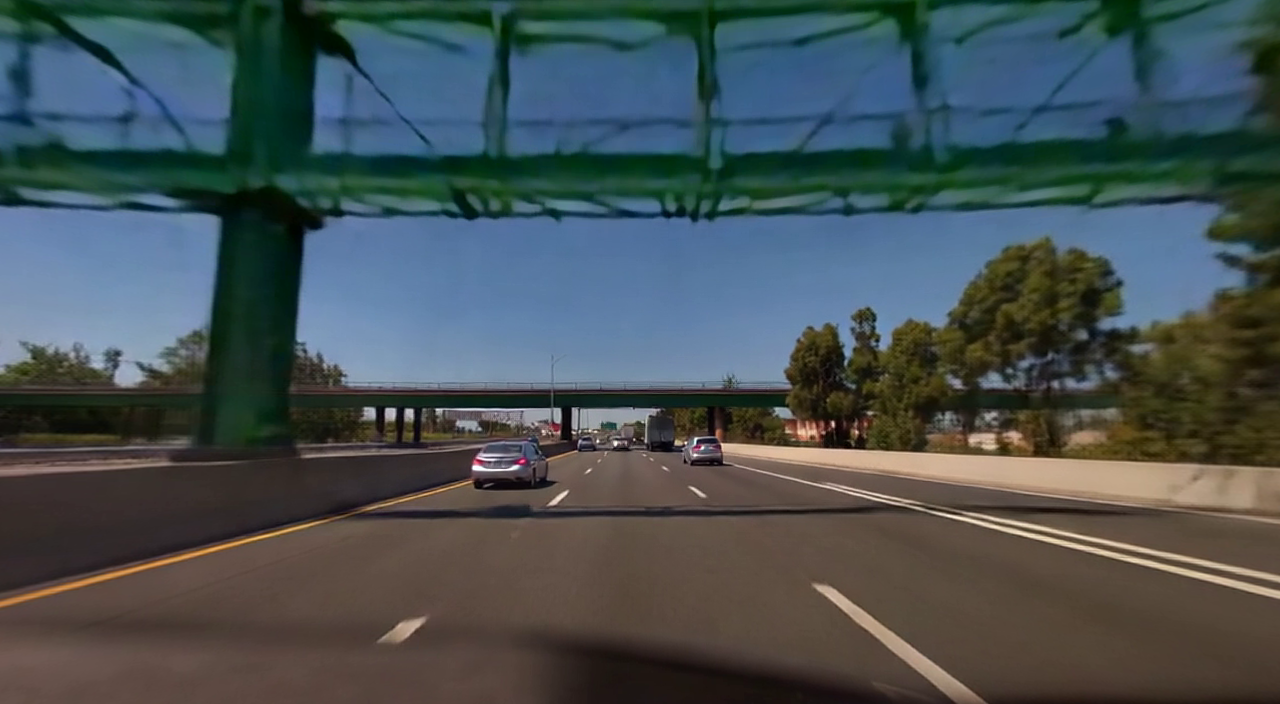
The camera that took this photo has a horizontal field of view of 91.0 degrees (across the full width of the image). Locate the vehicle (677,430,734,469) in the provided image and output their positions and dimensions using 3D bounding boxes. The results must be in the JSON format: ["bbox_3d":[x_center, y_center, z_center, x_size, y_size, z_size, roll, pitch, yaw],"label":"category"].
[{"bbox_3d":[2.957,4.516,29.343,2.001,1.625,4.088,0,-8,-3],"label":"vehicle"}]

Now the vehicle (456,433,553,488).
[{"bbox_3d":[-4.009,3.289,19.434,2.064,1.479,4.370,0,-8,0],"label":"vehicle"}]
